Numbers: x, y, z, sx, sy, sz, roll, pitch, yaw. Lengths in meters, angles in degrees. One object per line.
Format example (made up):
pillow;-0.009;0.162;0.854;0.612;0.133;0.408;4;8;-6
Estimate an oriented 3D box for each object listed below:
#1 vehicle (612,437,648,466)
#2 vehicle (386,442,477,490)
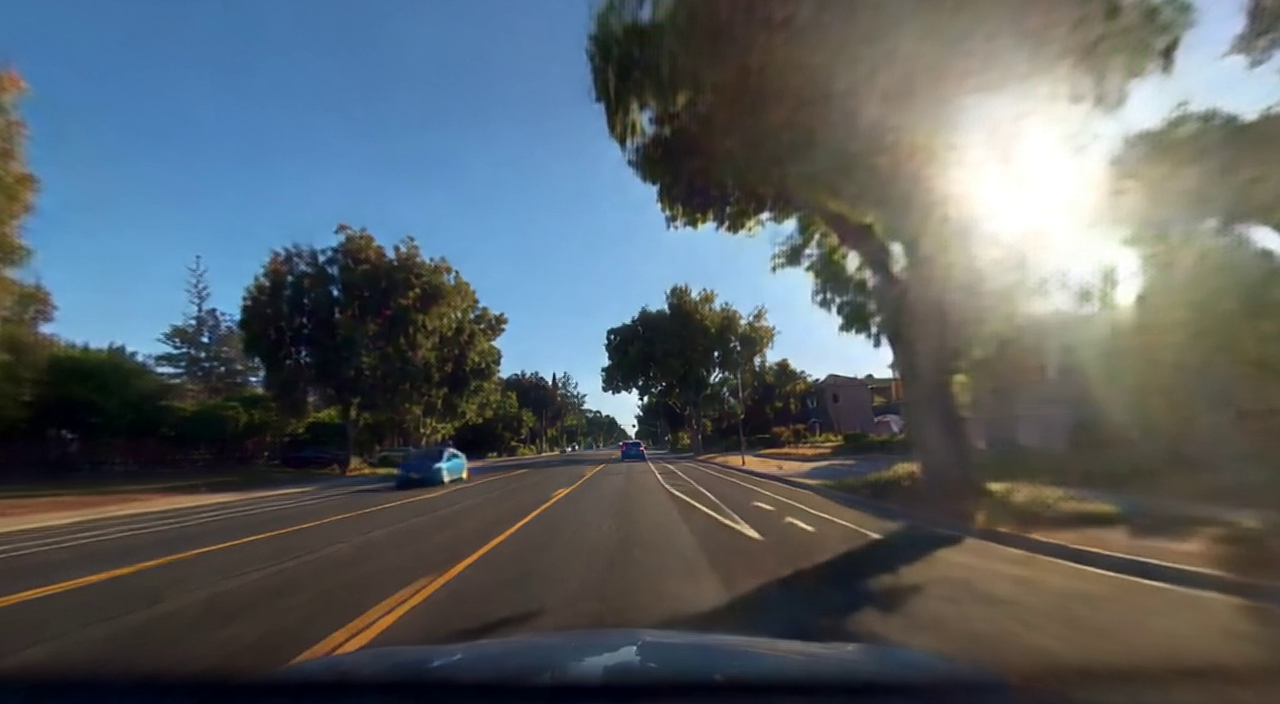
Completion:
vehicle;-0.703;6.560;41.901;2.230;1.827;4.298;0;-8;-2
vehicle;-7.405;4.059;22.873;1.967;1.571;3.853;0;-8;0
